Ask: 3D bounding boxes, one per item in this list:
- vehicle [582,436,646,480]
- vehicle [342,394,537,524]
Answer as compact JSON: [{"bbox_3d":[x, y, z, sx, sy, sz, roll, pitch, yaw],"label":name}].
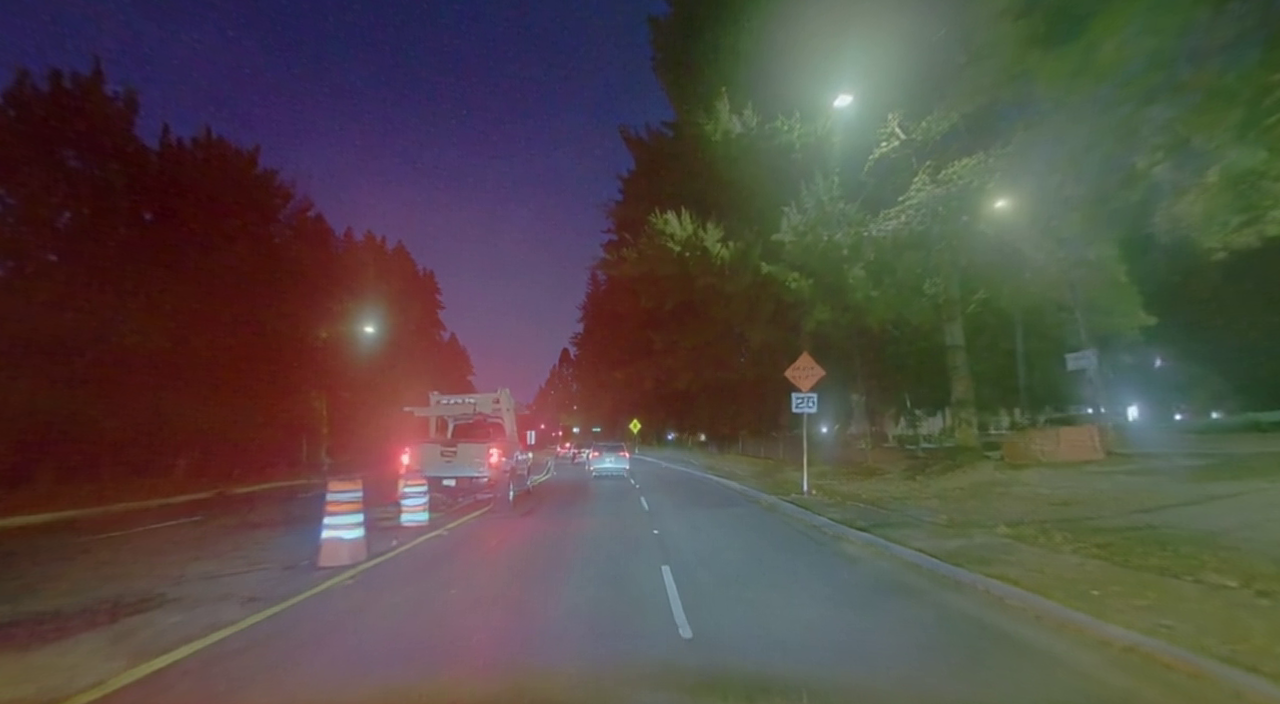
[{"bbox_3d":[-1.041,3.897,23.515,2.186,1.463,4.356,1,-8,-4],"label":"vehicle"},{"bbox_3d":[-3.694,2.148,13.249,2.671,2.053,6.074,1,-8,-6],"label":"vehicle"}]
